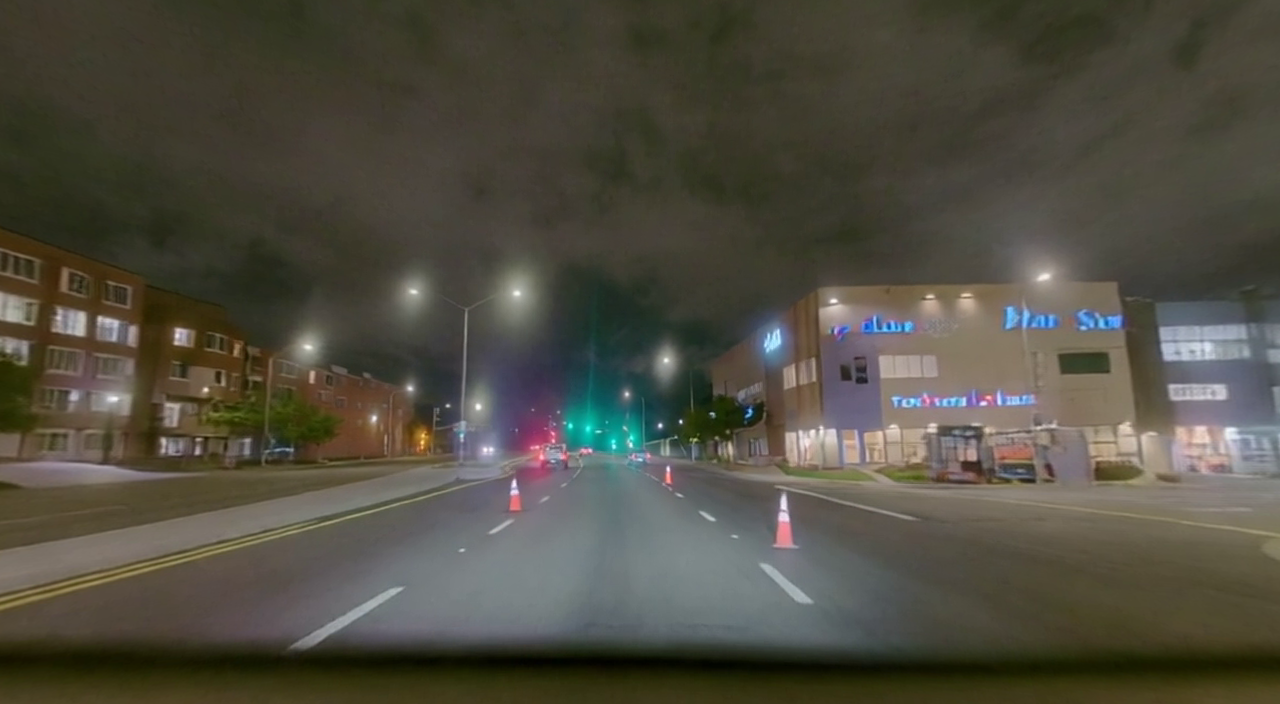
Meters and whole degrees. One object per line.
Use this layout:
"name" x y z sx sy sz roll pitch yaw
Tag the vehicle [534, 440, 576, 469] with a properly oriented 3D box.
"vehicle" -5.360 6.559 40.494 2.381 1.721 4.186 0 -9 -4
